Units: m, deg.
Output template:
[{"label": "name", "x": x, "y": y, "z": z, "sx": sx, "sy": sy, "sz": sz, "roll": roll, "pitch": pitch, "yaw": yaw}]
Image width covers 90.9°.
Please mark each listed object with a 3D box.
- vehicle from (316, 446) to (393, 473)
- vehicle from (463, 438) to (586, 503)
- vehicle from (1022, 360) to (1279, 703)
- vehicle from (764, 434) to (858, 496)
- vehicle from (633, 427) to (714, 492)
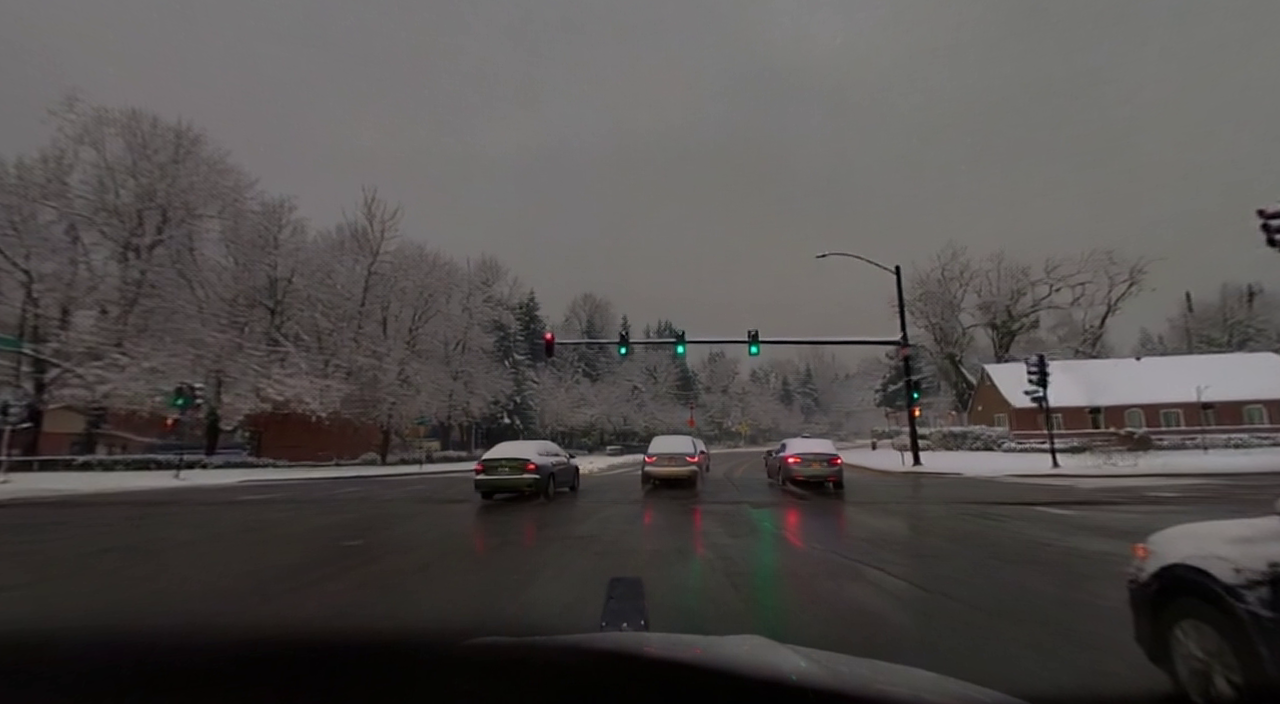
[{"label": "vehicle", "x": -16.368, "y": 6.179, "z": 36.428, "sx": 1.869, "sy": 1.449, "sz": 4.417, "roll": -2, "pitch": -9, "yaw": 9}, {"label": "vehicle", "x": -2.844, "y": 3.056, "z": 16.743, "sx": 2.006, "sy": 1.464, "sz": 4.586, "roll": -1, "pitch": -9, "yaw": 5}, {"label": "vehicle", "x": 3.594, "y": 0.749, "z": 1.807, "sx": 2.106, "sy": 1.636, "sz": 4.655, "roll": -1, "pitch": -9, "yaw": 1}, {"label": "vehicle", "x": 4.678, "y": 3.128, "z": 17.764, "sx": 1.859, "sy": 1.540, "sz": 3.454, "roll": -1, "pitch": -9, "yaw": 4}, {"label": "vehicle", "x": 1.144, "y": 3.356, "z": 19.953, "sx": 2.250, "sy": 1.768, "sz": 4.574, "roll": -1, "pitch": -9, "yaw": 5}]
